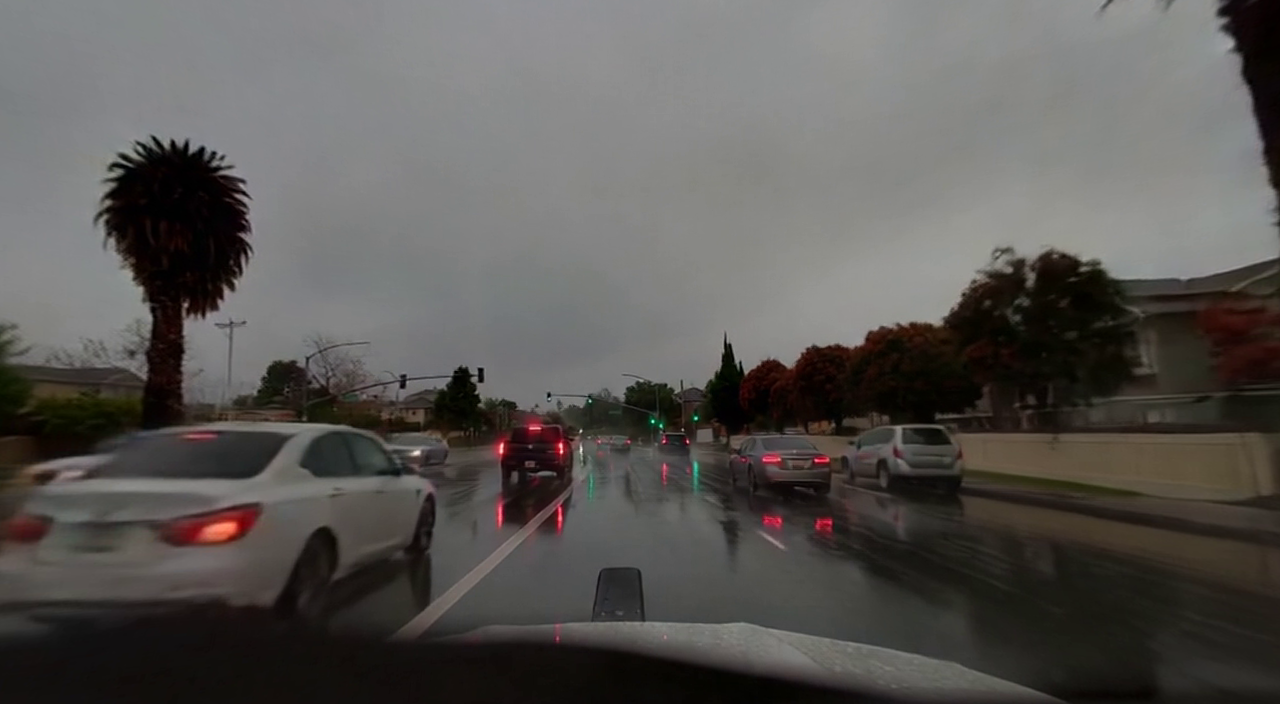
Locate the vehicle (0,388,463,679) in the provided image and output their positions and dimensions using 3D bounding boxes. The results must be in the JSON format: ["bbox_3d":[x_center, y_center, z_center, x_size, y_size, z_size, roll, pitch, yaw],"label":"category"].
[{"bbox_3d":[-3.105,1.283,5.595,1.922,1.577,4.140,0,-8,-1],"label":"vehicle"}]

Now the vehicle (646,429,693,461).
[{"bbox_3d":[1.860,6.170,42.111,2.391,1.960,5.600,0,-8,-5],"label":"vehicle"}]

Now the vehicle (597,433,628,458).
[{"bbox_3d":[-2.172,7.193,48.748,2.164,1.867,4.254,1,-8,-6],"label":"vehicle"}]

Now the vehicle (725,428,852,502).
[{"bbox_3d":[3.327,2.611,15.040,1.870,1.491,4.009,0,-8,-3],"label":"vehicle"}]

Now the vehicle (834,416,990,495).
[{"bbox_3d":[6.971,2.690,16.796,2.011,1.805,4.260,0,-8,-4],"label":"vehicle"}]

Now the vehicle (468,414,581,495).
[{"bbox_3d":[-3.118,2.950,18.681,2.354,1.948,6.355,0,-8,-2],"label":"vehicle"}]
